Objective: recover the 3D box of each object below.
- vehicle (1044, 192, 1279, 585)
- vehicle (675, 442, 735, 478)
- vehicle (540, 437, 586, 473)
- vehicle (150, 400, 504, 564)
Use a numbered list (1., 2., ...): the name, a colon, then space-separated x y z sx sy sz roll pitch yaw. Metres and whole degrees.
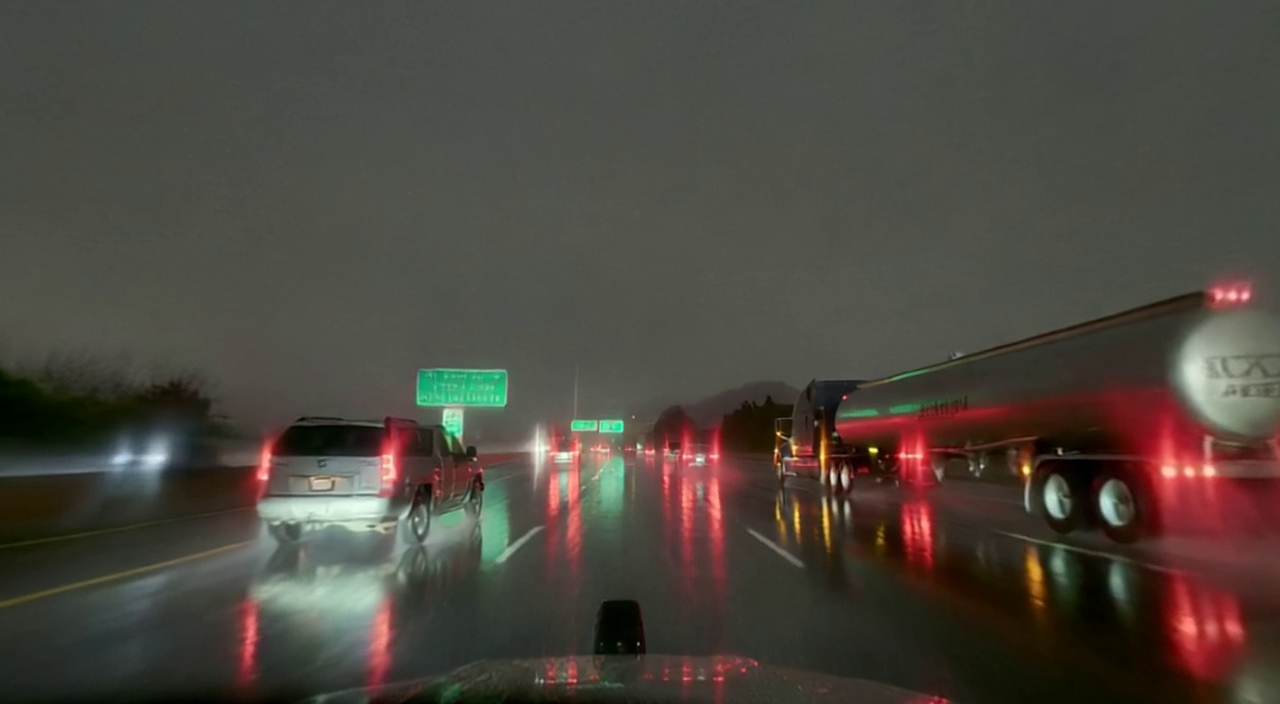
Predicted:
1. vehicle: 7.622 0.053 3.891 3.554 3.573 10.307 0 -9 1
2. vehicle: 2.877 4.888 28.895 2.053 1.510 4.400 0 -9 -3
3. vehicle: -4.198 5.711 35.139 2.149 1.843 4.348 0 -9 -2
4. vehicle: -4.167 1.902 10.102 2.684 1.839 5.803 0 -9 0
